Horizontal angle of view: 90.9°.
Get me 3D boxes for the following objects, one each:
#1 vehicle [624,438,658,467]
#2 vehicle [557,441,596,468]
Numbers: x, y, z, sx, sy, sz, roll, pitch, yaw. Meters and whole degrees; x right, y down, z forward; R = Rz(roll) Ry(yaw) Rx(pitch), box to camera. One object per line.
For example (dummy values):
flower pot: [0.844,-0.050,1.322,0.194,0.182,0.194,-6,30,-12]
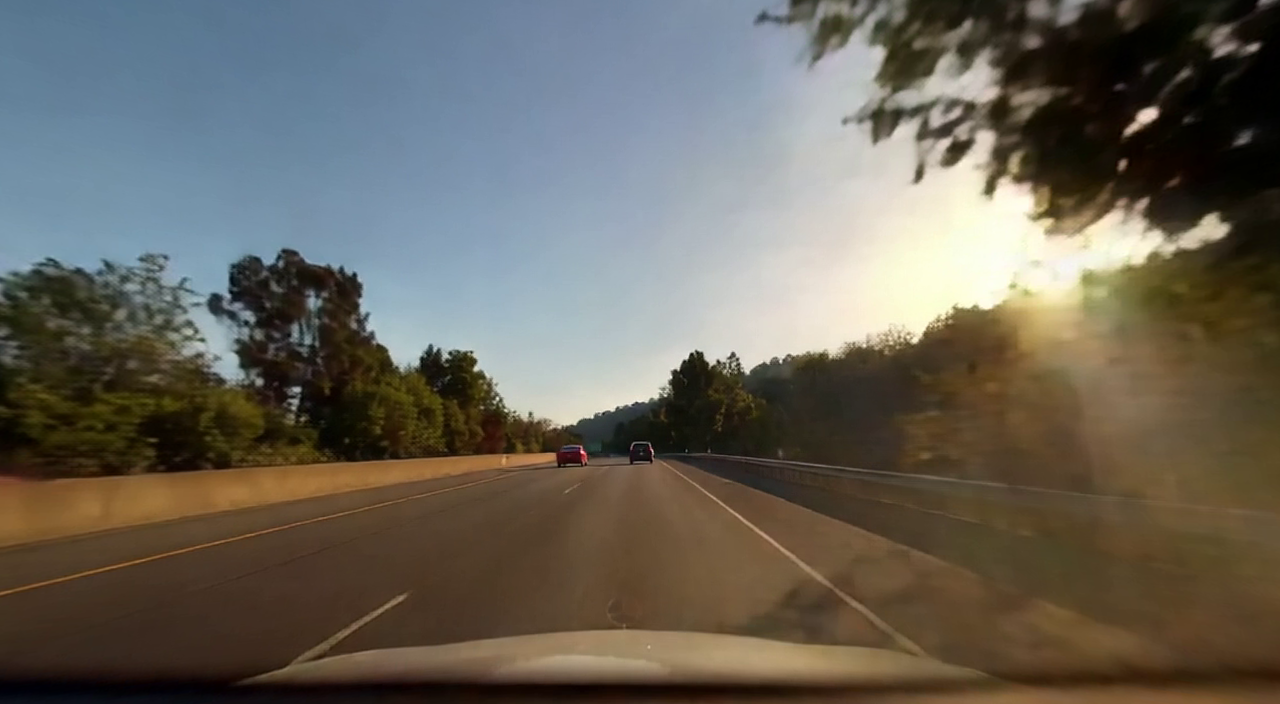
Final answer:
vehicle: [0.056,6.593,41.338,2.126,1.786,3.958,0,-9,-1]
vehicle: [-4.200,6.841,42.185,2.113,1.656,4.215,0,-9,0]
